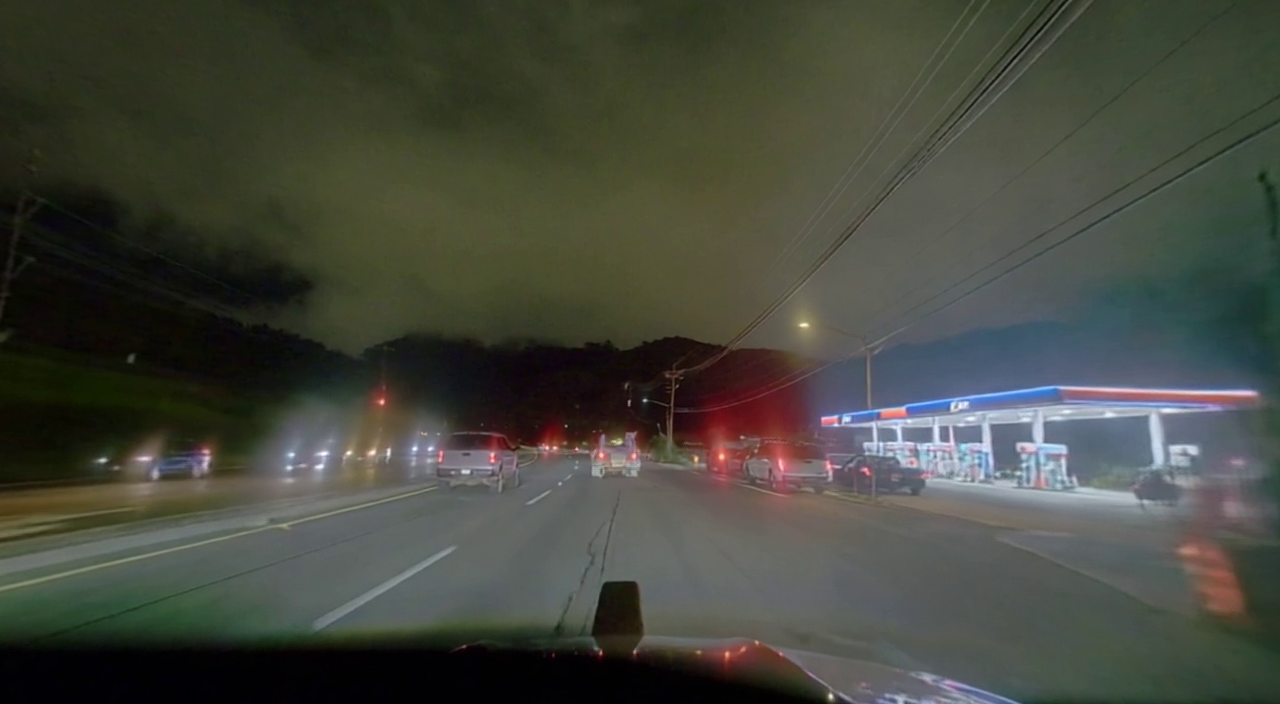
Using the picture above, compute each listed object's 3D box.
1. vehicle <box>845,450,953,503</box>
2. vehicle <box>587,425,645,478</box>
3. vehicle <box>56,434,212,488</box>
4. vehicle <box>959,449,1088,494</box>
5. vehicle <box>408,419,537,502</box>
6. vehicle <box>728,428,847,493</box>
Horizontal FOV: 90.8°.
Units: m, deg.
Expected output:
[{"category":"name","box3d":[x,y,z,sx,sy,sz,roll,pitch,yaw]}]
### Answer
[{"category":"vehicle","box3d":[8.995,4.327,22.376,1.933,1.480,4.249,2,-7,-2]},{"category":"vehicle","box3d":[-1.239,4.672,29.874,2.486,2.280,5.291,1,-9,-4]},{"category":"vehicle","box3d":[-17.546,3.791,22.265,1.972,1.677,4.443,0,-9,-3]},{"category":"vehicle","box3d":[17.000,5.278,28.350,1.986,1.771,4.809,2,-9,-15]},{"category":"vehicle","box3d":[-4.574,3.074,18.355,2.345,2.012,5.693,0,-9,-2]},{"category":"vehicle","box3d":[5.528,4.201,24.952,2.706,2.199,6.527,0,-9,-4]}]
